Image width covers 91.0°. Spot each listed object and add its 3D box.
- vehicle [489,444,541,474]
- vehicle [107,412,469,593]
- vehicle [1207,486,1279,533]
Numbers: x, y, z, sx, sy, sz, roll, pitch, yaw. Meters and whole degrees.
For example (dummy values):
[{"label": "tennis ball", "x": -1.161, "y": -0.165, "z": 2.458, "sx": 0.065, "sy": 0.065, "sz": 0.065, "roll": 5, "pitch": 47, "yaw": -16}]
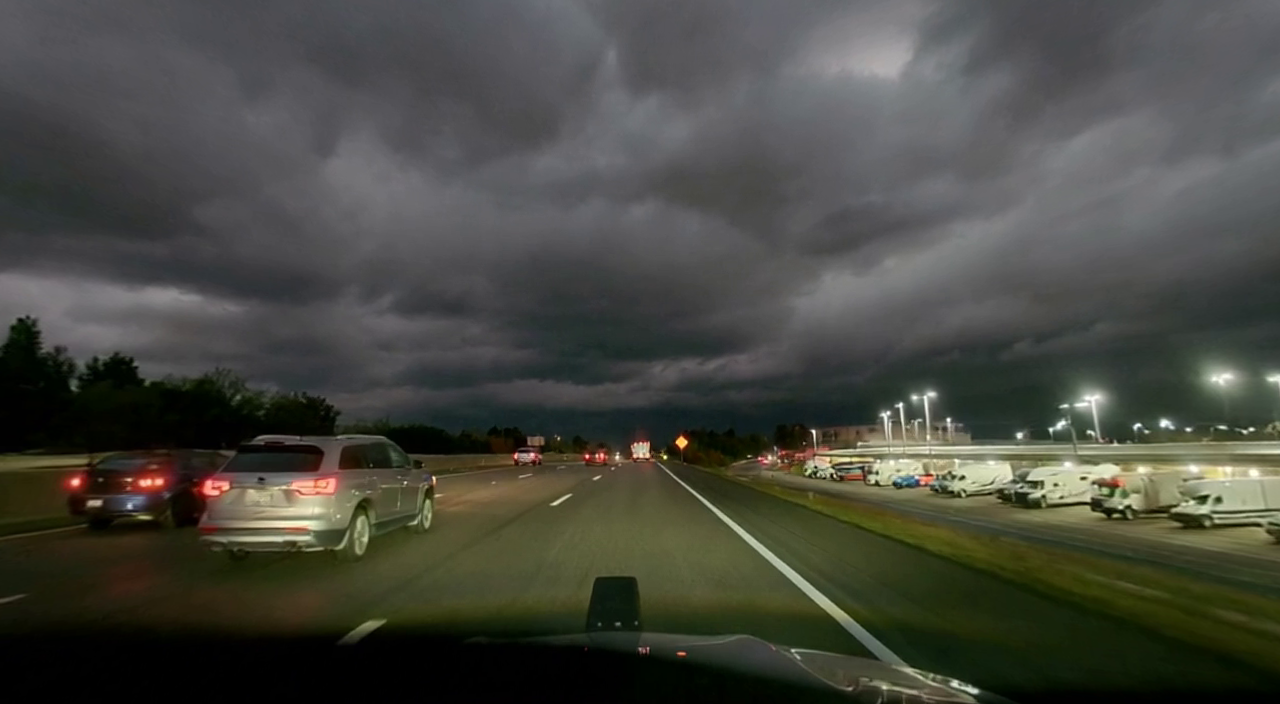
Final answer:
[{"label": "vehicle", "x": -7.424, "y": 6.371, "z": 37.777, "sx": 2.046, "sy": 1.644, "sz": 4.422, "roll": 0, "pitch": -9, "yaw": 2}, {"label": "vehicle", "x": -3.872, "y": 1.720, "z": 8.044, "sx": 2.070, "sy": 1.665, "sz": 4.213, "roll": 0, "pitch": -9, "yaw": 1}, {"label": "vehicle", "x": 50.356, "y": 12.357, "z": 49.625, "sx": 7.762, "sy": 3.334, "sz": 2.804, "roll": -1, "pitch": -9, "yaw": 9}]
